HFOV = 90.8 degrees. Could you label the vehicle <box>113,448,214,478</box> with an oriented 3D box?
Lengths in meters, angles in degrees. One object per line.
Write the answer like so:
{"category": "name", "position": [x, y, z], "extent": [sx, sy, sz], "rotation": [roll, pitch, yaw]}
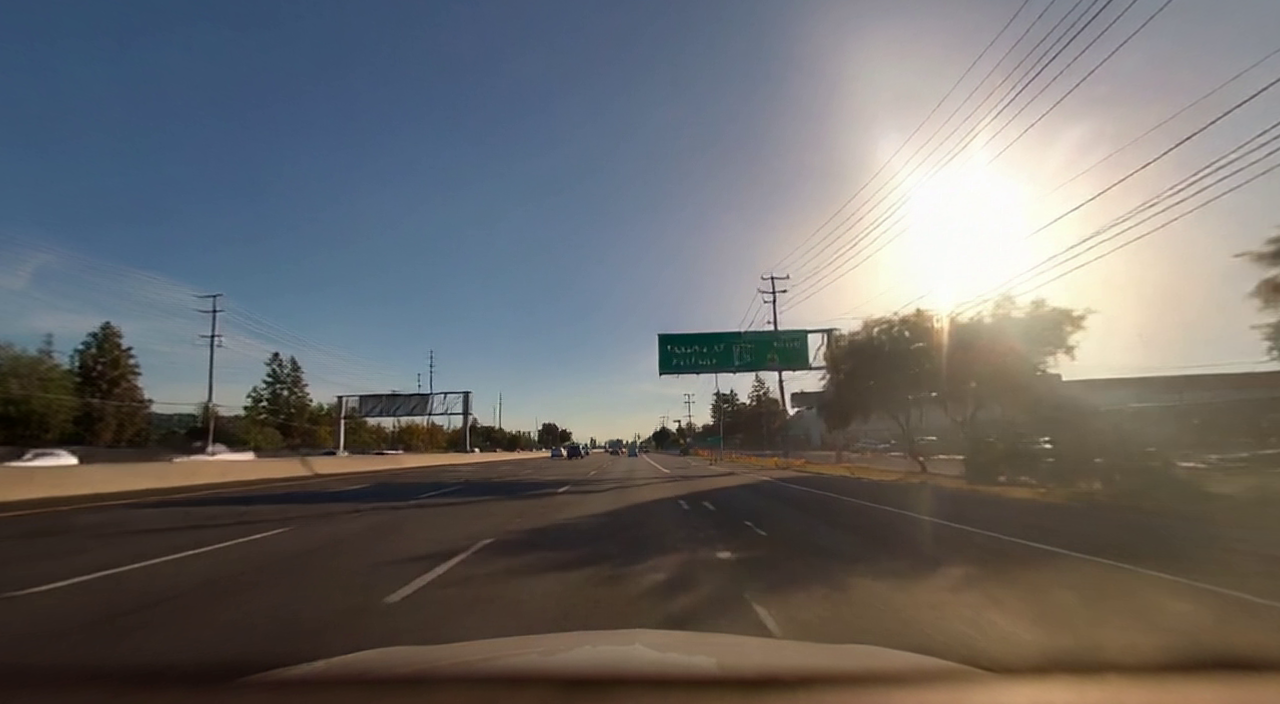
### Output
{"category": "vehicle", "position": [-25.428, 5.915, 33.956], "extent": [1.838, 1.443, 4.598], "rotation": [0, -8, 0]}
